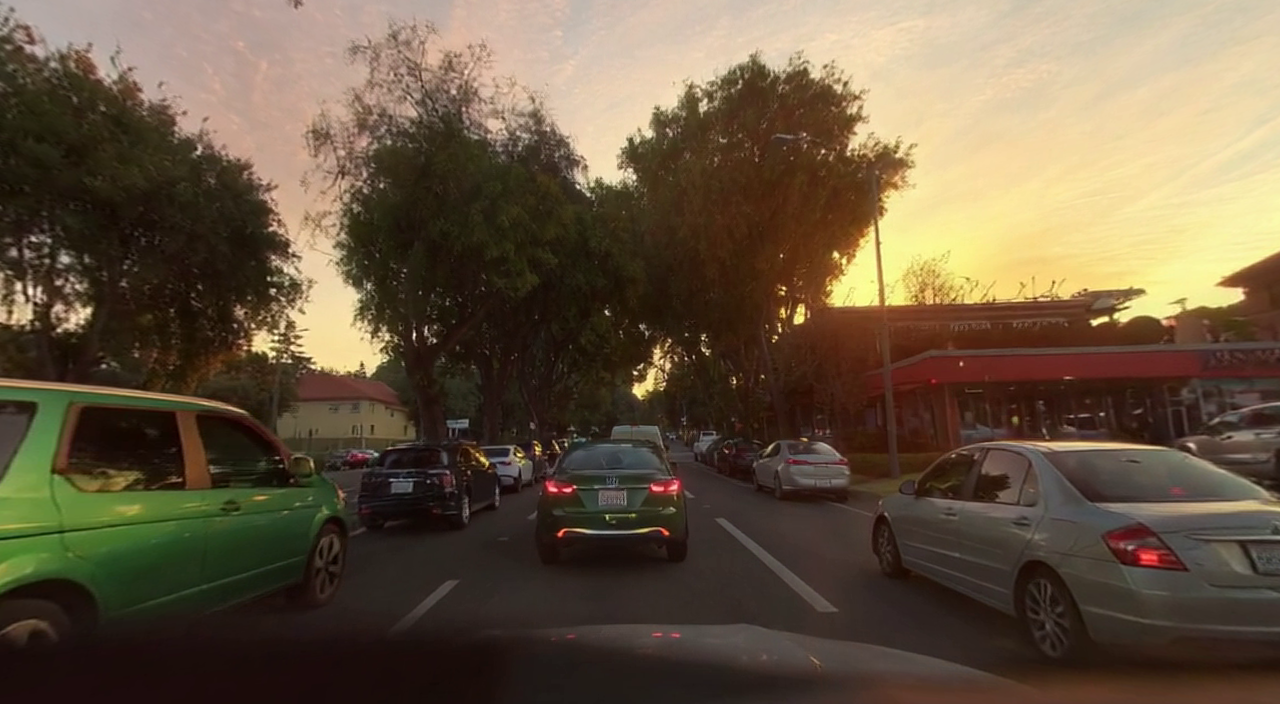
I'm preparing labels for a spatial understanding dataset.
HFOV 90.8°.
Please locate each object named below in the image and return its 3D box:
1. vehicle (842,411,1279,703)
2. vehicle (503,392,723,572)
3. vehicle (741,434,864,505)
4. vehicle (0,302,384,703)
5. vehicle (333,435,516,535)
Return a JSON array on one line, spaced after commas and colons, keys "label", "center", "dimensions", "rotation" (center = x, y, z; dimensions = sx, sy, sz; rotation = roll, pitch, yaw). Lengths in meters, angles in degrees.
[{"label": "vehicle", "center": [3.376, 1.351, 5.235], "dimensions": [1.900, 1.477, 4.352], "rotation": [0, -9, -1]}, {"label": "vehicle", "center": [-0.311, 1.639, 8.628], "dimensions": [2.238, 1.825, 4.190], "rotation": [0, -9, -1]}, {"label": "vehicle", "center": [3.896, 2.891, 15.964], "dimensions": [1.875, 1.521, 4.192], "rotation": [0, -9, -2]}, {"label": "vehicle", "center": [-3.598, 0.942, 3.782], "dimensions": [2.231, 1.853, 4.461], "rotation": [0, -9, 0]}, {"label": "vehicle", "center": [-3.570, 2.265, 11.408], "dimensions": [1.849, 1.451, 4.218], "rotation": [0, -9, -1]}]
